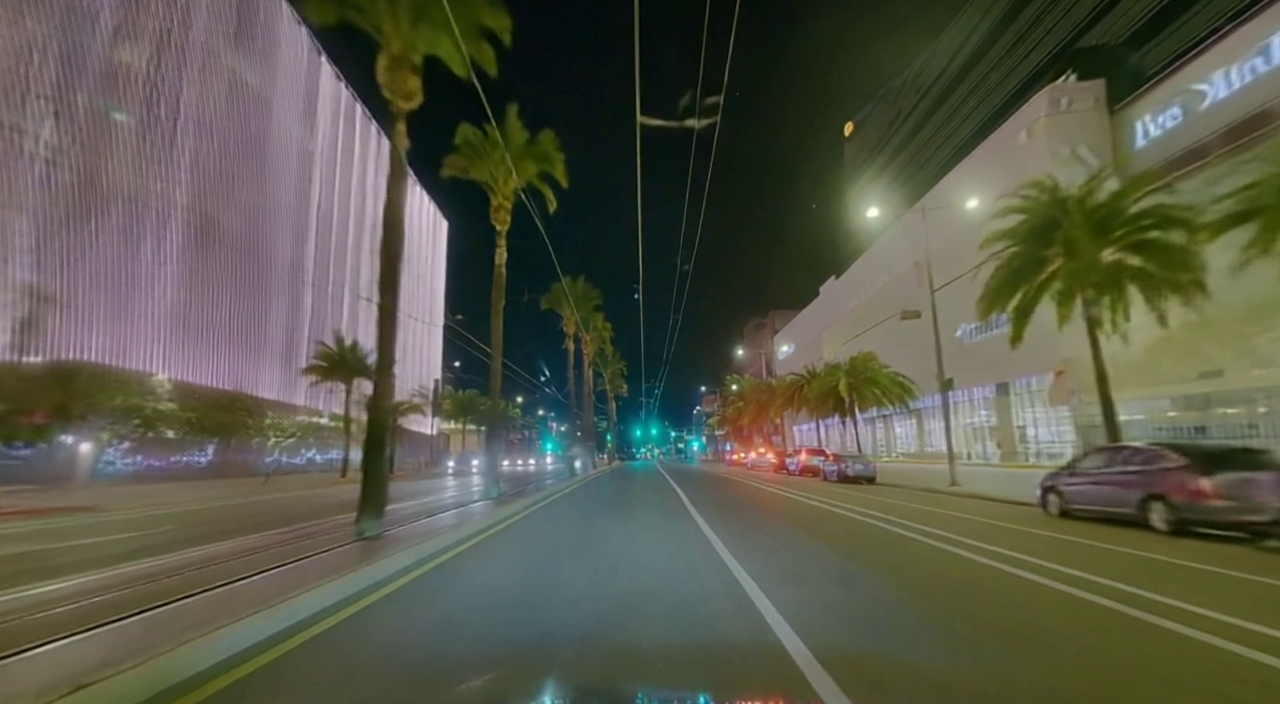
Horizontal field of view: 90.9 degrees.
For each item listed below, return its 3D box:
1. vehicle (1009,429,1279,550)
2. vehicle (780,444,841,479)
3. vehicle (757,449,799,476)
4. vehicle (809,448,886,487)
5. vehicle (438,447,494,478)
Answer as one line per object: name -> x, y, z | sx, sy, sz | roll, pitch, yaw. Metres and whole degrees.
vehicle -> 8.567, 2.178, 10.704 | 1.878, 1.605, 4.242 | 0, -8, -2
vehicle -> 8.713, 5.605, 32.596 | 1.867, 1.627, 4.357 | 0, -8, 0
vehicle -> 8.419, 6.759, 38.814 | 1.715, 1.500, 3.910 | 0, -8, 0
vehicle -> 8.687, 4.850, 26.772 | 1.733, 1.468, 4.326 | 0, -8, 0
vehicle -> -10.530, 6.706, 38.498 | 2.042, 1.716, 4.634 | 0, -8, 1
